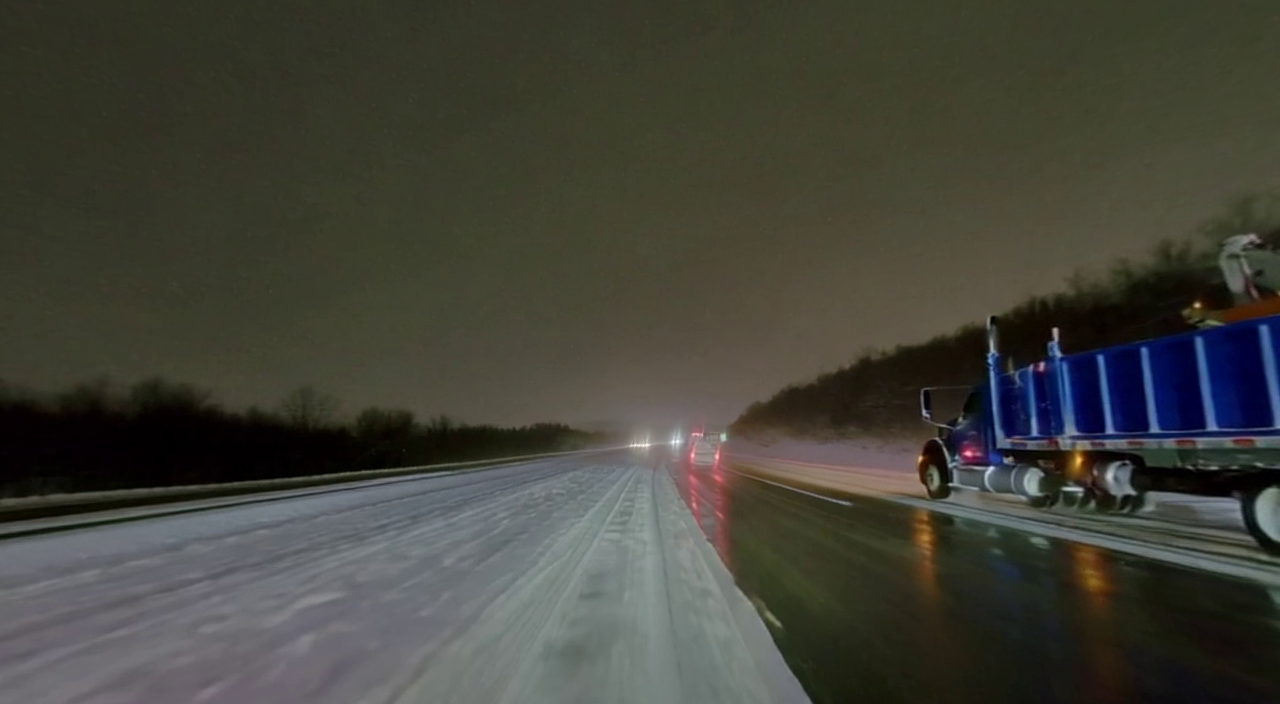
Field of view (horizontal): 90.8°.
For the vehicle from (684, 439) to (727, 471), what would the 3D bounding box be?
[{"bbox_3d":[4.272,6.830,41.894,2.309,2.003,5.139,0,-9,0],"label":"vehicle"}]
